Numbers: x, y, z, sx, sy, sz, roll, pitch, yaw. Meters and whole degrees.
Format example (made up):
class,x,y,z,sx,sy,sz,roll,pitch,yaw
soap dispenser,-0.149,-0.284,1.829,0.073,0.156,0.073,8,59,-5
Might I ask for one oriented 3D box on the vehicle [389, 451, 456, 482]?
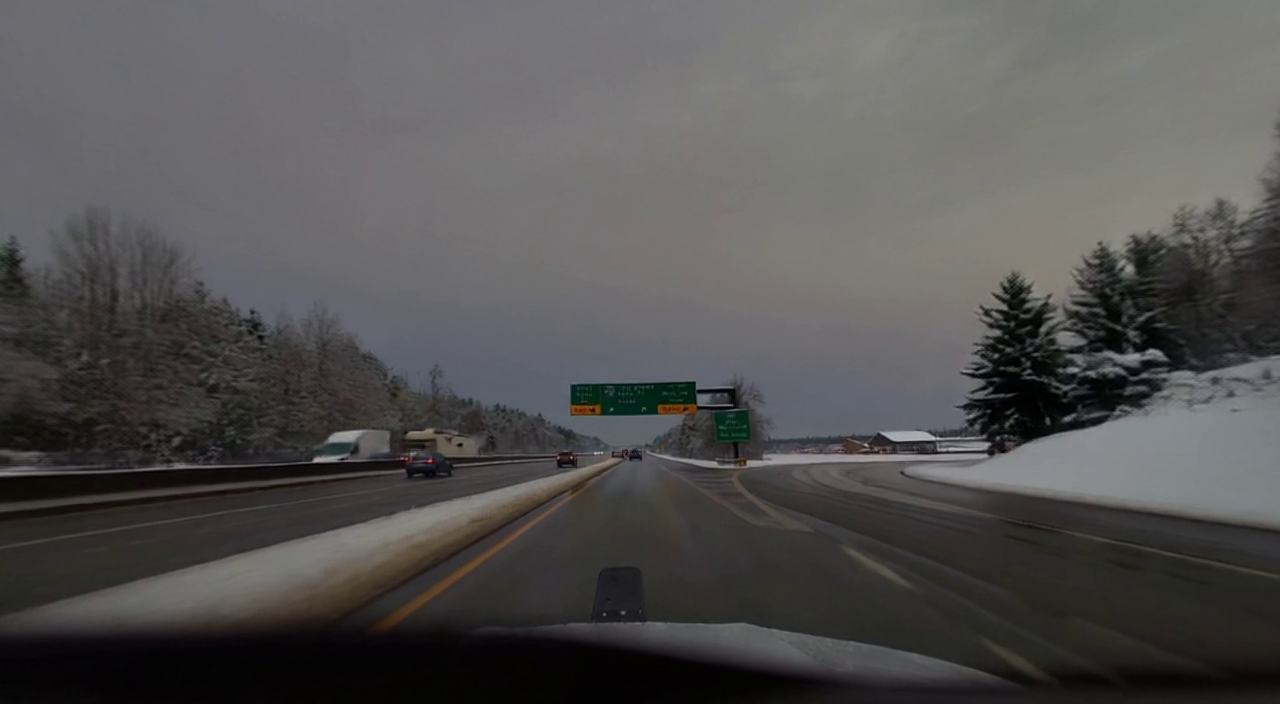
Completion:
class,x,y,z,sx,sy,sz,roll,pitch,yaw
vehicle,-11.426,6.008,33.497,1.981,1.503,4.207,0,-9,1

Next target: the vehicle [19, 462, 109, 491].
class,x,y,z,sx,sy,sz,roll,pitch,yaw
vehicle,-38.662,8.337,42.565,1.998,1.707,5.242,1,-9,-12

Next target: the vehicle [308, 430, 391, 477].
class,x,y,z,sx,sy,sz,roll,pitch,yaw
vehicle,-19.454,6.833,42.710,2.503,2.882,6.369,0,-9,0
